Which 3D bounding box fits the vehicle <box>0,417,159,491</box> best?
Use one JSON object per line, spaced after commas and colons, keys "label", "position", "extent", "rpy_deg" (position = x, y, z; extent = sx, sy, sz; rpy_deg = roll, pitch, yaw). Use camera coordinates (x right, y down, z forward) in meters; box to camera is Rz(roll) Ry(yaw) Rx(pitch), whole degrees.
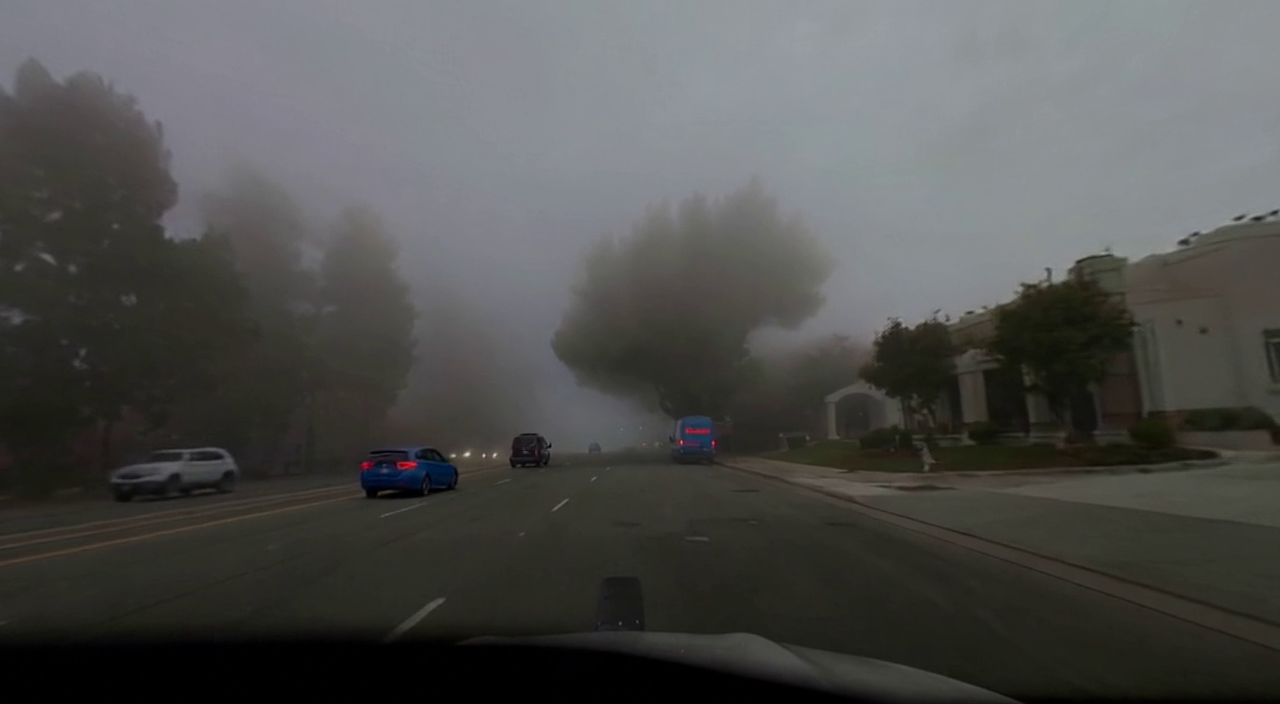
{"label": "vehicle", "position": [-34.246, 6.150, 38.360], "extent": [2.781, 3.955, 8.836], "rpy_deg": [-1, -9, 2]}

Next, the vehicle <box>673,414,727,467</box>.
{"label": "vehicle", "position": [3.567, 5.439, 38.643], "extent": [2.791, 3.026, 4.668], "rpy_deg": [0, -9, 0]}

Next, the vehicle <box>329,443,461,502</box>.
{"label": "vehicle", "position": [-6.809, 3.370, 18.160], "extent": [1.970, 1.456, 4.441], "rpy_deg": [0, -9, 1]}

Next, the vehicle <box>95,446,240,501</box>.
{"label": "vehicle", "position": [-18.132, 4.626, 24.598], "extent": [2.010, 1.888, 4.622], "rpy_deg": [0, -9, 1]}

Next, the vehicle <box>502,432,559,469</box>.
{"label": "vehicle", "position": [-6.556, 6.012, 38.536], "extent": [2.332, 2.039, 5.678], "rpy_deg": [0, -9, 1]}
